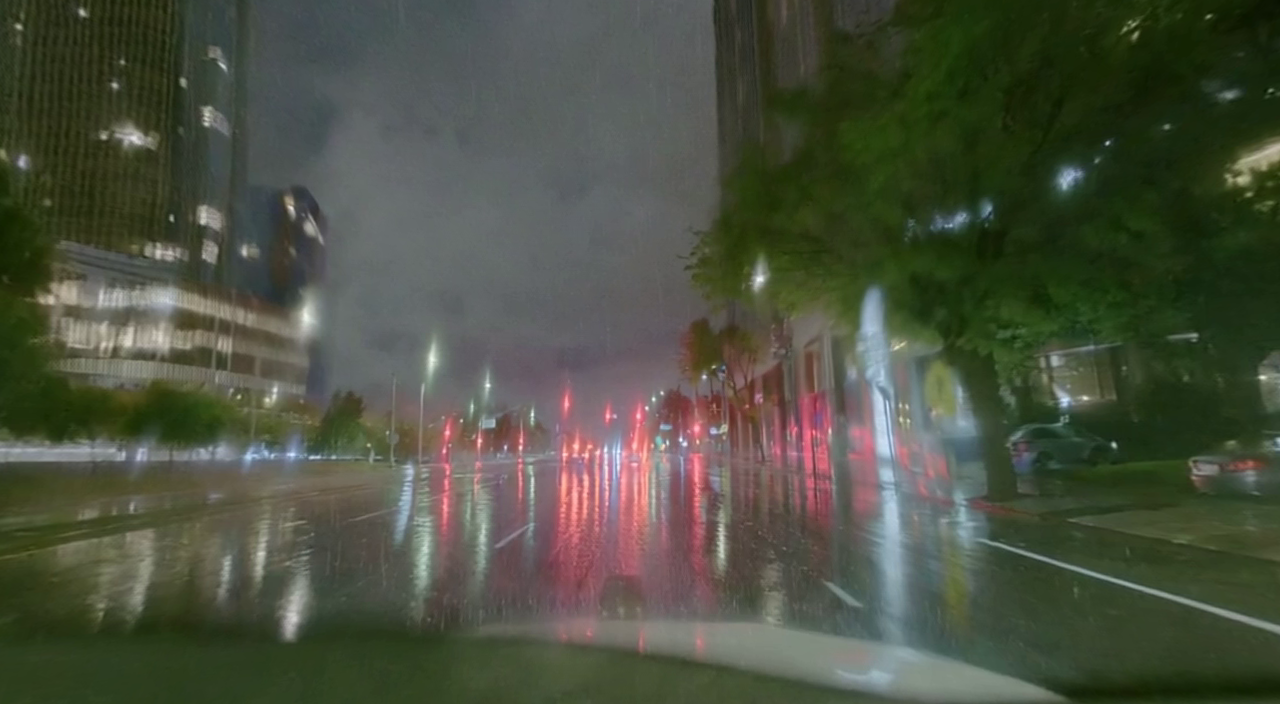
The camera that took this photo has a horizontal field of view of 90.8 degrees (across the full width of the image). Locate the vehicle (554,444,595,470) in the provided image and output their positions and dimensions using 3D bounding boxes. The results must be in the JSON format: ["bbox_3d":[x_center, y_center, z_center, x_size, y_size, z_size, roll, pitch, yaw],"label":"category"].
[{"bbox_3d":[-3.981,6.465,39.160,2.020,1.457,4.496,0,-9,0],"label":"vehicle"}]

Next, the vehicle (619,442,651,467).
[{"bbox_3d":[-0.341,6.792,41.983,2.042,1.555,3.912,0,-9,0],"label":"vehicle"}]

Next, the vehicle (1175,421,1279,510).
[{"bbox_3d":[13.061,2.029,11.508,4.569,1.483,2.127,-1,-9,3],"label":"vehicle"}]

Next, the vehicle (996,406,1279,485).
[{"bbox_3d":[13.495,2.548,17.164,6.063,1.949,2.531,0,-9,2],"label":"vehicle"}]
